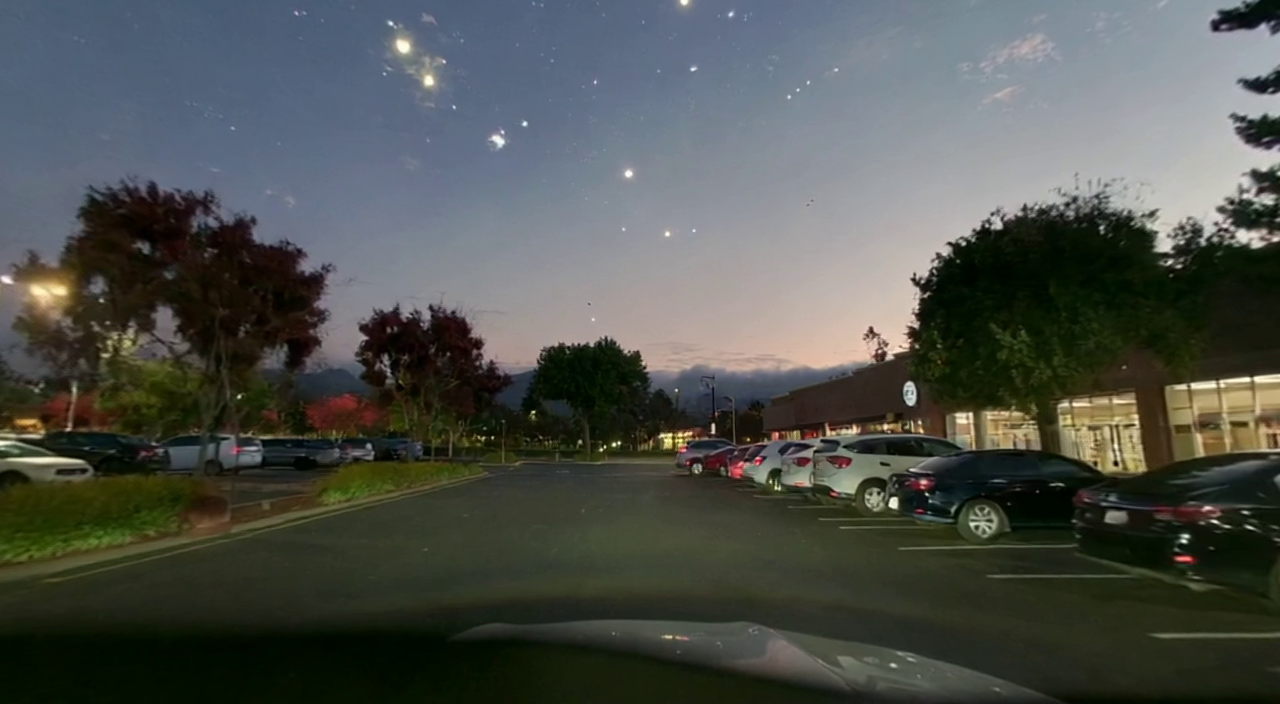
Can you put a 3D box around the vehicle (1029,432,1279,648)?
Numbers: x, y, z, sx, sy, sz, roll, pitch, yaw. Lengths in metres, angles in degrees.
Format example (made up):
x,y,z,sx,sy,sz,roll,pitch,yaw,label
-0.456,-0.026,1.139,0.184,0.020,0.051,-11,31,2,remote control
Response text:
x,y,z,sx,sy,sz,roll,pitch,yaw,label
6.276,1.494,5.670,4.198,1.491,2.100,1,-8,-4,vehicle

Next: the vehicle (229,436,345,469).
x,y,z,sx,sy,sz,roll,pitch,yaw,label
-17.282,4.911,31.069,4.651,1.494,1.914,6,-11,-37,vehicle

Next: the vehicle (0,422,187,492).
x,y,z,sx,sy,sz,roll,pitch,yaw,label
-15.435,2.904,17.677,4.148,1.757,1.963,7,-11,-40,vehicle
